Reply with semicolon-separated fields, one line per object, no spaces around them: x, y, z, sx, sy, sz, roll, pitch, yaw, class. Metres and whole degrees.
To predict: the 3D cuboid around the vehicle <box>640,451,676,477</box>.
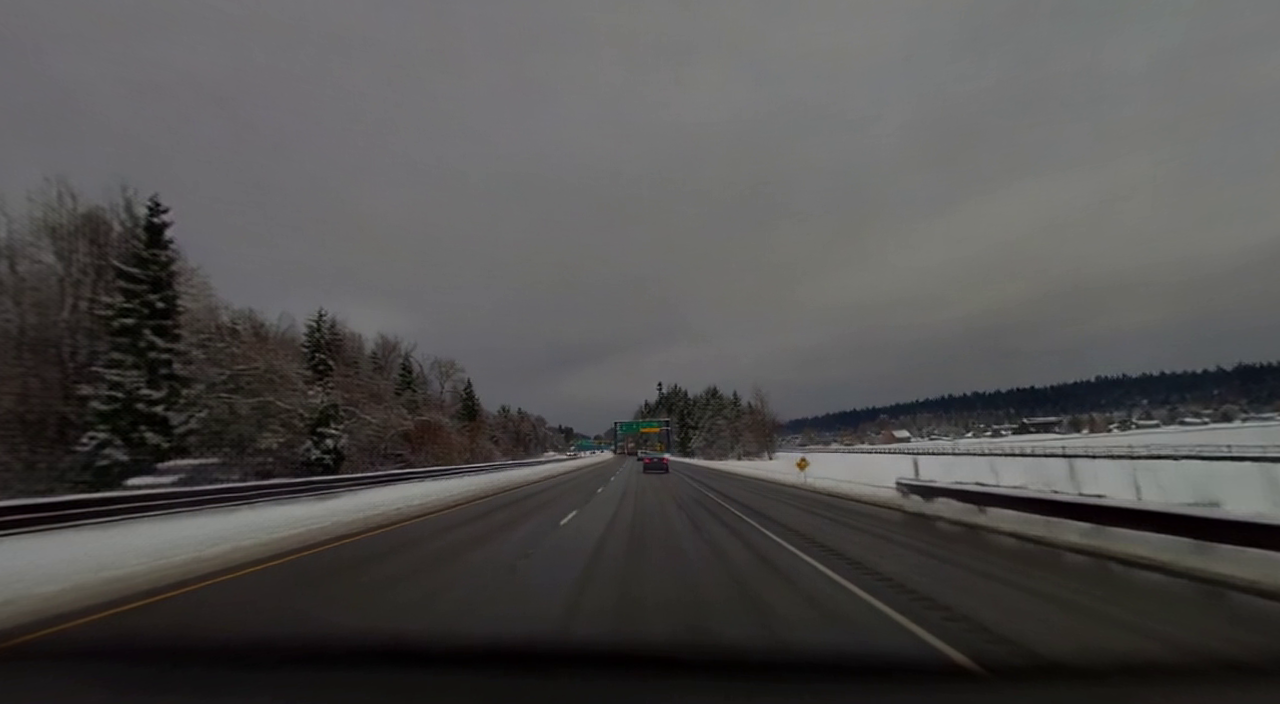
1.028;6.652;37.728;2.036;1.457;3.471;0;-9;-1;vehicle

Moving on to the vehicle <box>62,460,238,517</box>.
-17.113;4.763;22.467;2.335;1.694;4.933;0;-9;-1;vehicle
